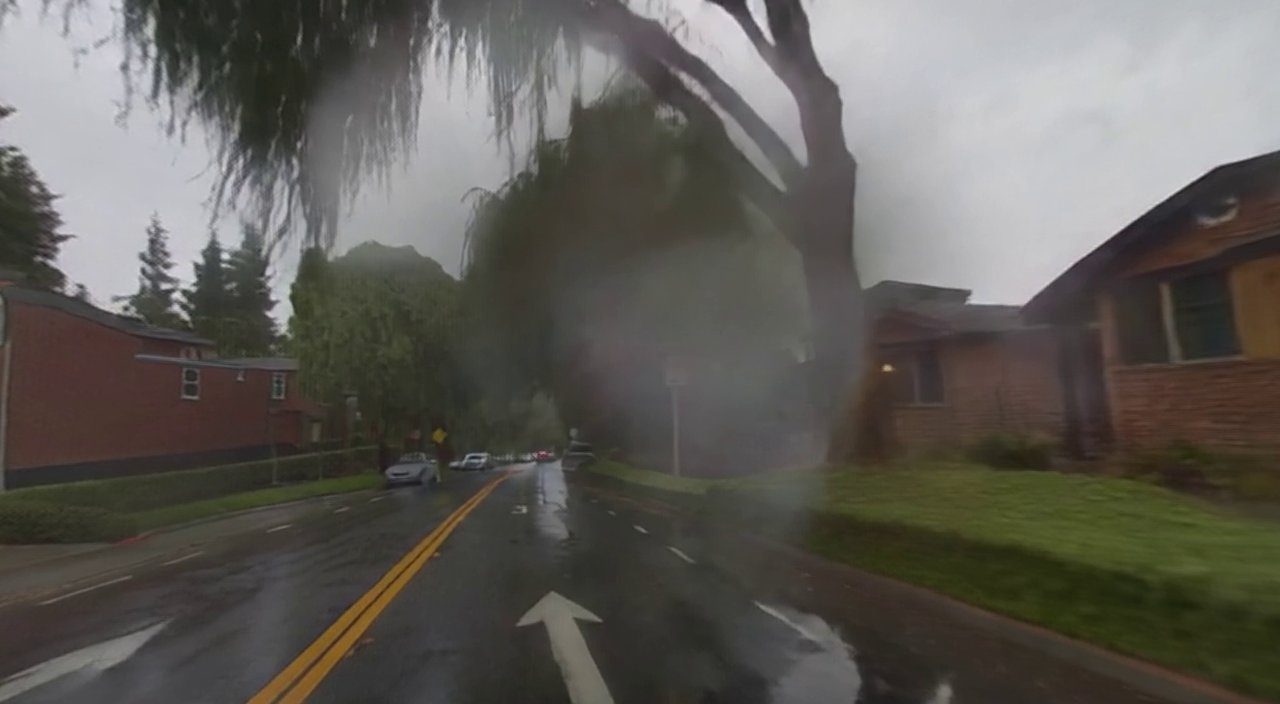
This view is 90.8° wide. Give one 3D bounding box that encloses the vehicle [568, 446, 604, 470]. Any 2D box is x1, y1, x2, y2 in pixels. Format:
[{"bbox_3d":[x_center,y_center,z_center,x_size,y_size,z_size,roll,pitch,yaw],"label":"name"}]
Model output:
[{"bbox_3d":[-4.277,8.267,49.326,1.937,1.752,4.574,2,-9,-15],"label":"vehicle"}]
